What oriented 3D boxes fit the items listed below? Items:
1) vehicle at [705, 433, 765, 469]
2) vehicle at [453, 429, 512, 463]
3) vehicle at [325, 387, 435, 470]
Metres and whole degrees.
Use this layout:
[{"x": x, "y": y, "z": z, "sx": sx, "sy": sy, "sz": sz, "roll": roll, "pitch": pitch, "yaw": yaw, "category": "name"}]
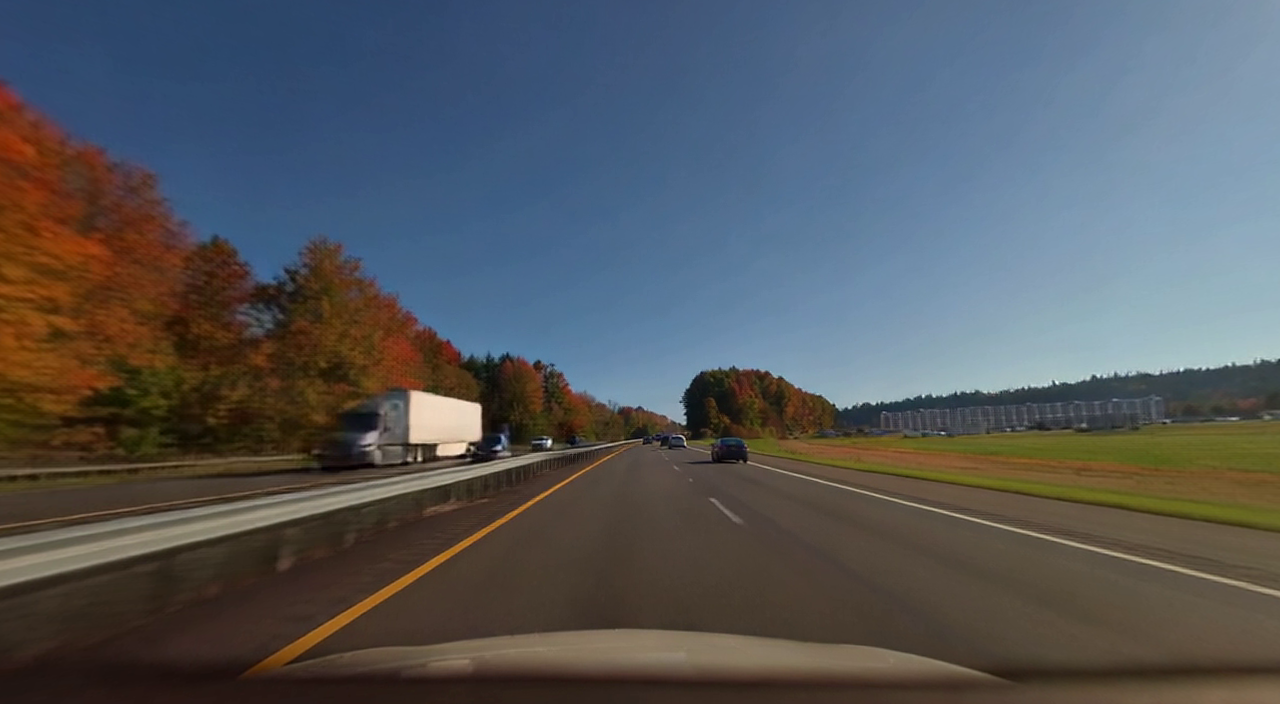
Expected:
[{"x": 4.222, "y": 4.461, "z": 28.570, "sx": 2.024, "sy": 1.516, "sz": 4.197, "roll": 0, "pitch": -8, "yaw": -1, "category": "vehicle"}, {"x": -8.674, "y": 5.228, "z": 35.095, "sx": 2.058, "sy": 1.767, "sz": 4.894, "roll": 0, "pitch": -8, "yaw": 0, "category": "vehicle"}, {"x": -12.959, "y": 3.926, "z": 32.014, "sx": 2.988, "sy": 3.815, "sz": 5.937, "roll": 0, "pitch": -8, "yaw": 0, "category": "vehicle"}]
